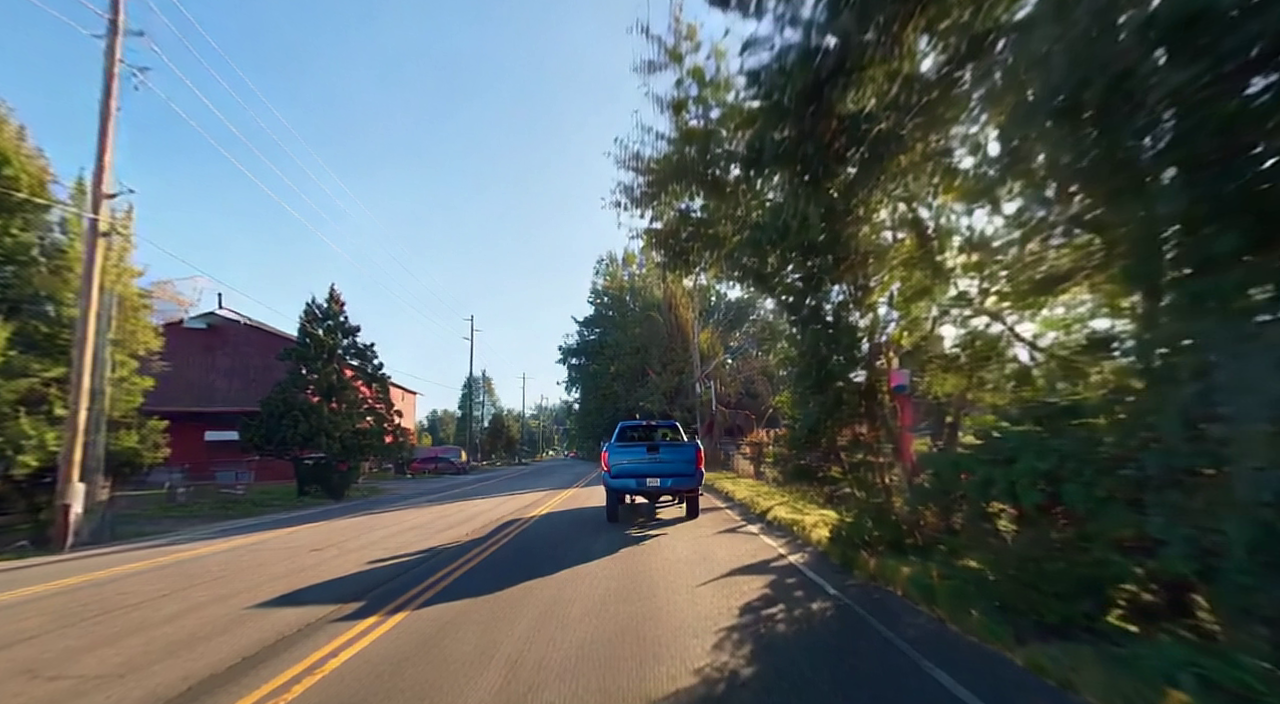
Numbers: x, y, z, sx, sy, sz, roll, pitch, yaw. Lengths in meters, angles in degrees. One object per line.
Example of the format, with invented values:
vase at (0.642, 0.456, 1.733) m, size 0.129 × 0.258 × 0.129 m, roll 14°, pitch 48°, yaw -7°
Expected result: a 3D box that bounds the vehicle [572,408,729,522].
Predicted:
vehicle at (0.166, 2.426, 14.122) m, size 2.693 × 1.941 × 6.356 m, roll 0°, pitch -9°, yaw 0°
